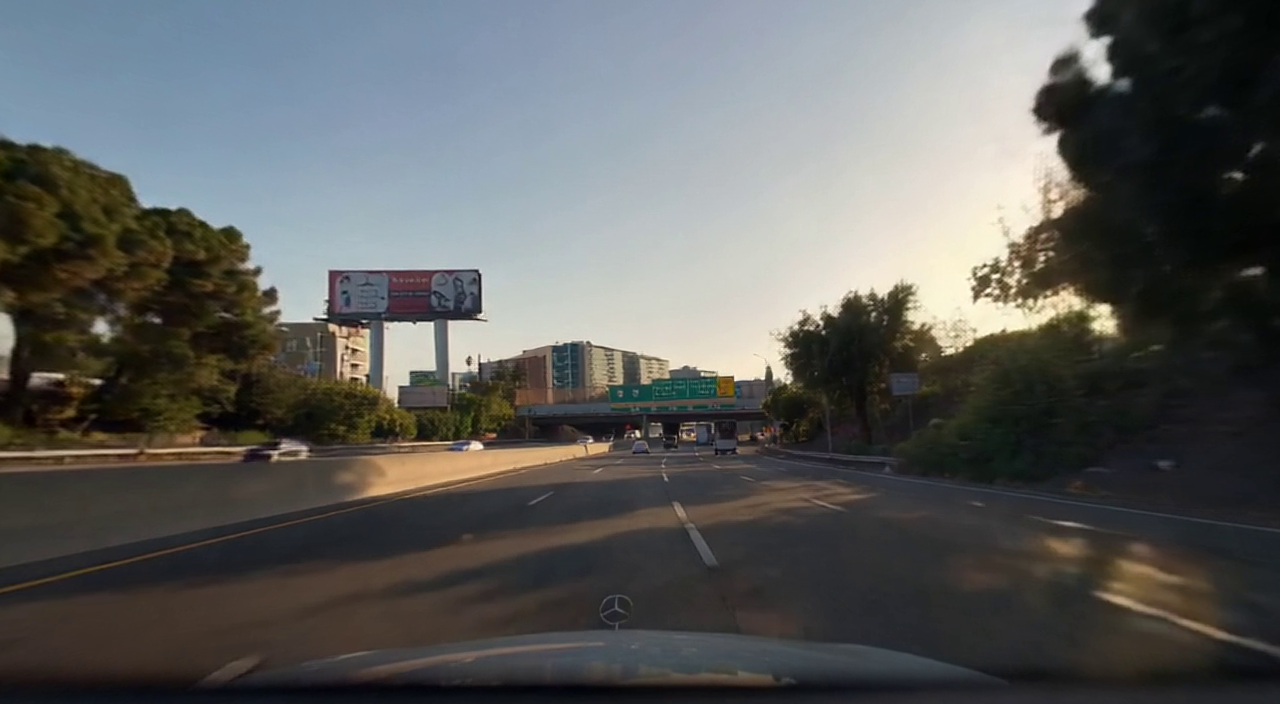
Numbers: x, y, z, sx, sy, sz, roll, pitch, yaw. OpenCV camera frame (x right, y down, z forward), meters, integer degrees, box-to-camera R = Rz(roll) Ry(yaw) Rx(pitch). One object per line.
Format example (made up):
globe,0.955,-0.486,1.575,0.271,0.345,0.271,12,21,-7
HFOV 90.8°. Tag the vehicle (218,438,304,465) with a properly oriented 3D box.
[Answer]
vehicle,-22.595,5.955,37.934,2.039,1.484,4.959,0,-8,2
